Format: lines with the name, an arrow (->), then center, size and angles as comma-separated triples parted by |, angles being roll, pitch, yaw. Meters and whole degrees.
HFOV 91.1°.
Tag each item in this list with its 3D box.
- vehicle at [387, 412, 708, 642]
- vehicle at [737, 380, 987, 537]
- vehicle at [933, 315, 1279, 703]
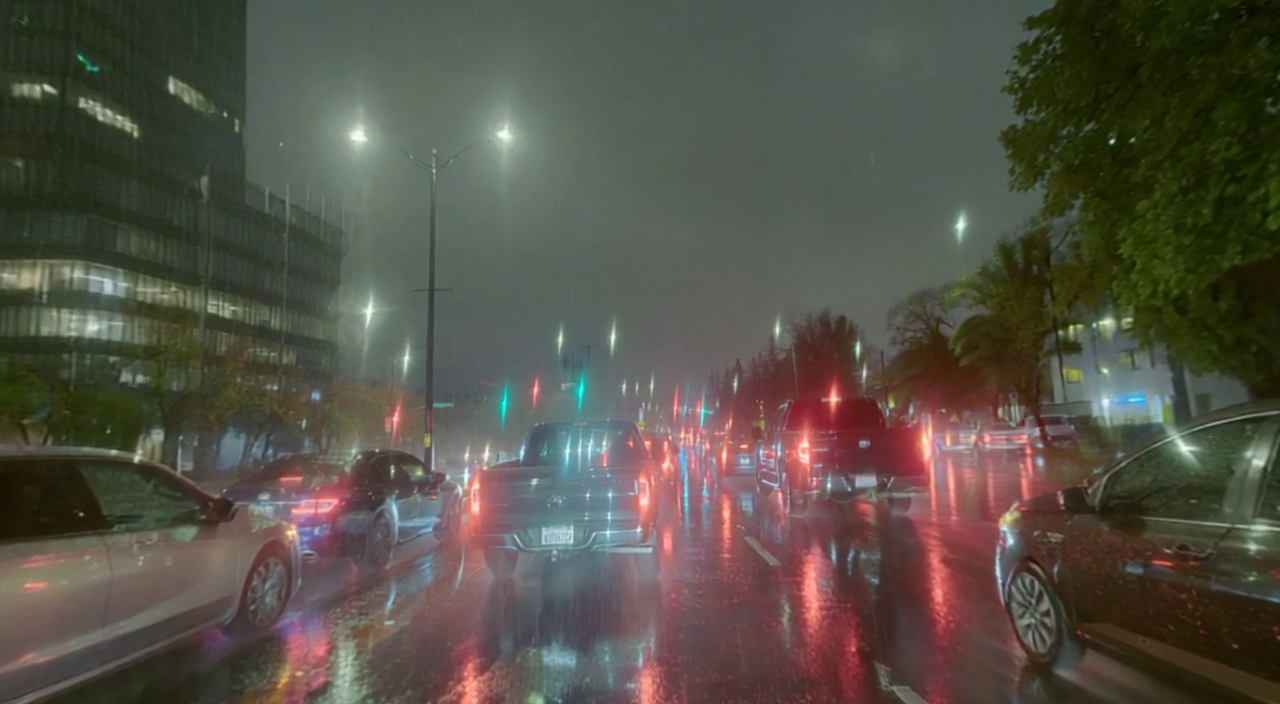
vehicle -> -0.571, 1.501, 6.440 | 2.172, 1.536, 4.250 | 0, -9, 2
vehicle -> 3.542, 1.919, 11.753 | 2.497, 2.186, 5.890 | 0, -9, 0
vehicle -> 3.161, 0.763, 2.204 | 2.024, 1.723, 4.714 | 0, -9, 1
